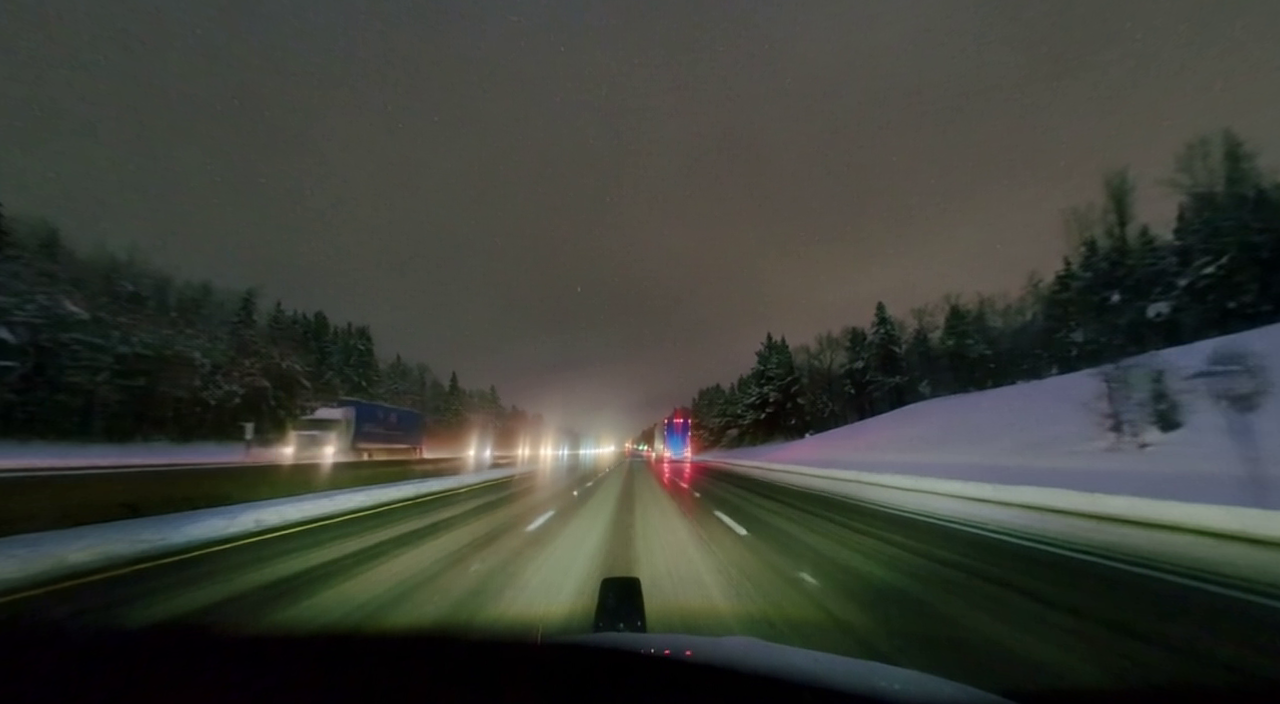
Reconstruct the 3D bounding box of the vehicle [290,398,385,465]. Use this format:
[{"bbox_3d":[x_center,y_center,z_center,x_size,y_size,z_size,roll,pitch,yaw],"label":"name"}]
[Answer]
[{"bbox_3d":[-20.143,5.452,42.469,3.050,4.121,6.527,0,-9,-1],"label":"vehicle"}]
